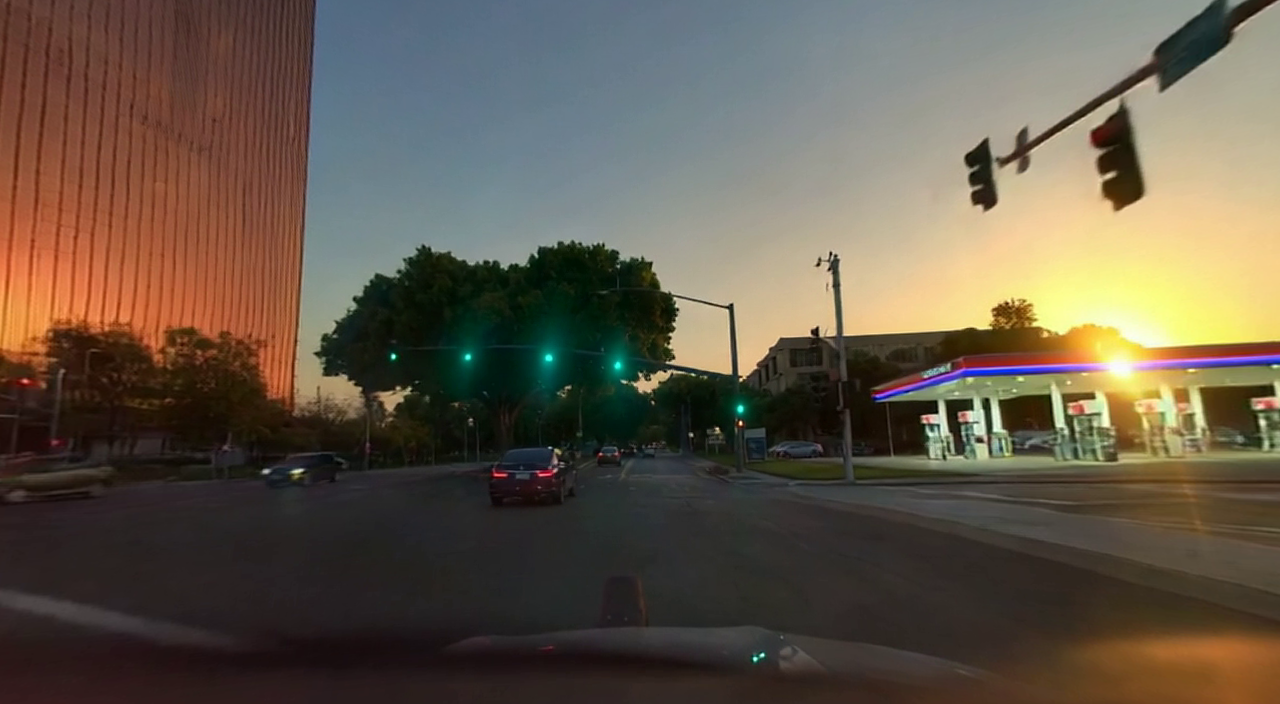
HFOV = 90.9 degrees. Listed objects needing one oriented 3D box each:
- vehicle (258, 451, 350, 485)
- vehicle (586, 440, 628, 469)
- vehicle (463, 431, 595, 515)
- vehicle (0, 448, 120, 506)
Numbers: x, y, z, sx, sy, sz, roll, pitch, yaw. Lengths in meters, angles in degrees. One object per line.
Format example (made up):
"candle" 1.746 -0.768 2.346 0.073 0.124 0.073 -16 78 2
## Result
"vehicle" -17.043 5.887 32.253 2.143 1.488 4.382 0 -8 3
"vehicle" -2.416 7.779 48.223 2.602 2.091 6.347 0 -8 2
"vehicle" -2.471 2.833 15.389 2.183 1.731 4.338 0 -8 4
"vehicle" -20.371 4.048 20.812 2.016 1.697 4.963 0 -8 2
